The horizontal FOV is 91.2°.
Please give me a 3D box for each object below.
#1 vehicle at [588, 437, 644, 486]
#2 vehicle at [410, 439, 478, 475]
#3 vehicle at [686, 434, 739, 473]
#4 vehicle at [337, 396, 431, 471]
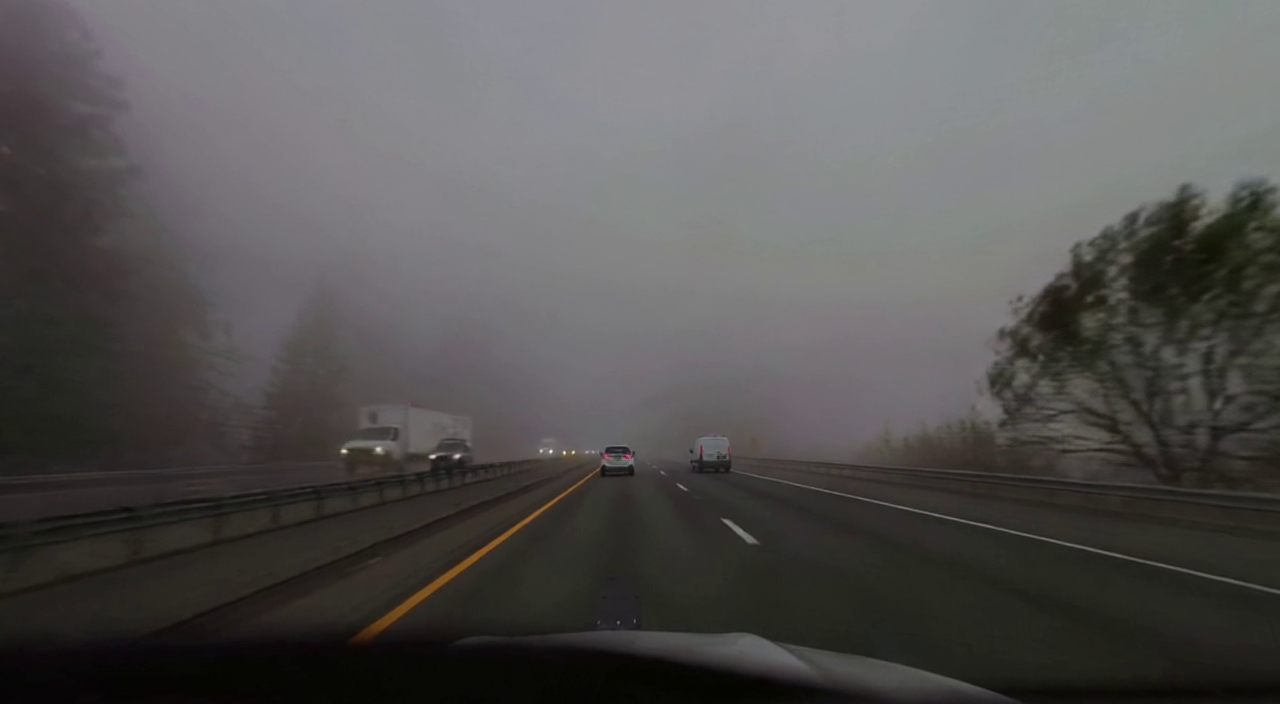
[{"bbox_3d":[-0.894,4.209,24.327,1.963,1.711,4.284,0,-9,-1],"label":"vehicle"},{"bbox_3d":[-9.809,5.273,31.711,2.019,1.670,4.493,0,-9,-1],"label":"vehicle"},{"bbox_3d":[3.824,5.460,33.738,2.179,1.930,4.538,0,-9,-1],"label":"vehicle"},{"bbox_3d":[-14.977,4.927,37.278,3.001,4.045,6.029,0,-9,-1],"label":"vehicle"}]
